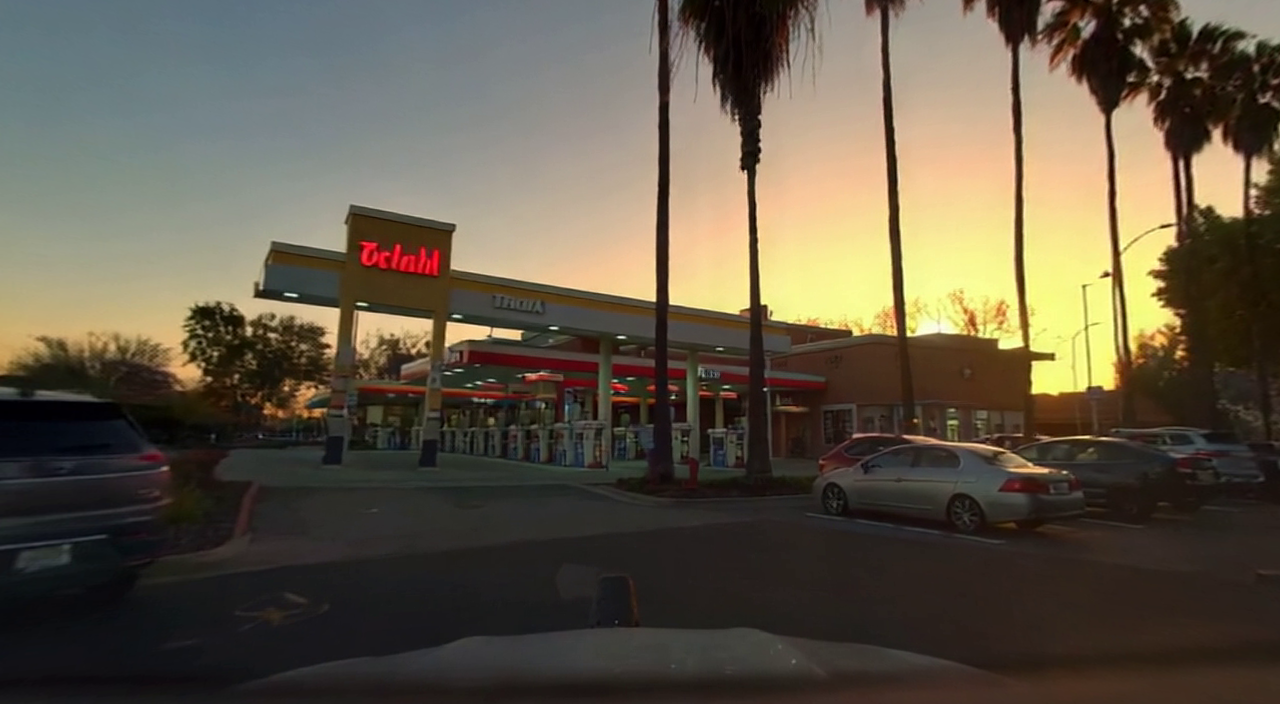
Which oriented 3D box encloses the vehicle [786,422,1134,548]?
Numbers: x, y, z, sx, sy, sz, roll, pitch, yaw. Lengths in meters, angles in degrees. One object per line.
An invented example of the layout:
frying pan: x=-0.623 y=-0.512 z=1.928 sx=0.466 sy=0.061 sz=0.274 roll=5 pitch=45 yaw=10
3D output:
vehicle: x=4.674 y=1.973 z=10.098 sx=1.937 sy=1.490 sz=4.564 roll=5 pitch=-10 yaw=-29

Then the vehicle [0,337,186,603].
vehicle: x=-7.283 y=1.054 z=6.149 sx=5.855 sy=1.950 sz=2.445 roll=-5 pitch=-10 yaw=32
